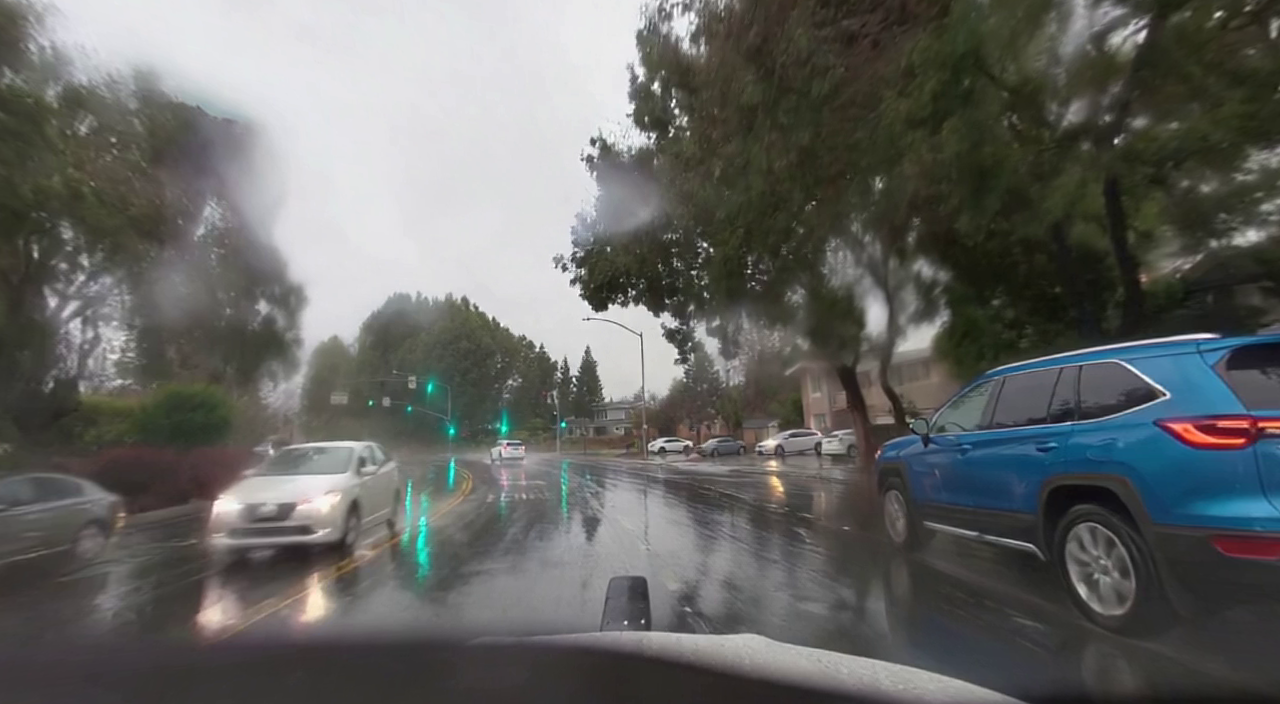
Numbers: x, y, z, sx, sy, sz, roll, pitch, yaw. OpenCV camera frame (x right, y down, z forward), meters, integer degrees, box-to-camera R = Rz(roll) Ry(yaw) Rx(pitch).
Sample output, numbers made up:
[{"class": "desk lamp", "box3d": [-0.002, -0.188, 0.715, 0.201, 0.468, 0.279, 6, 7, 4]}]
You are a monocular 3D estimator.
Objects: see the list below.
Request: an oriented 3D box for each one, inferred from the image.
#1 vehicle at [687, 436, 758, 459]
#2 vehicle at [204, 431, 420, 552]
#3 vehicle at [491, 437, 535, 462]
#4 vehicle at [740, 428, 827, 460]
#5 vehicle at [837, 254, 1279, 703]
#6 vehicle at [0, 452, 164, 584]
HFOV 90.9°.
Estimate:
[{"class": "vehicle", "box3d": [5.699, 6.613, 43.695, 4.426, 1.461, 1.996, 3, -9, -24]}, {"class": "vehicle", "box3d": [-5.131, 2.183, 10.578, 1.950, 1.588, 3.929, 1, -9, -8]}, {"class": "vehicle", "box3d": [-9.405, 7.141, 46.425, 2.138, 1.729, 4.178, 4, -10, -27]}, {"class": "vehicle", "box3d": [8.615, 5.576, 38.026, 4.656, 1.710, 1.950, 0, -9, -16]}, {"class": "vehicle", "box3d": [3.810, 0.991, 5.429, 2.338, 2.063, 5.592, 0, -8, -1]}, {"class": "vehicle", "box3d": [-8.440, 2.012, 7.744, 1.984, 1.472, 4.600, 1, -9, -7]}]
